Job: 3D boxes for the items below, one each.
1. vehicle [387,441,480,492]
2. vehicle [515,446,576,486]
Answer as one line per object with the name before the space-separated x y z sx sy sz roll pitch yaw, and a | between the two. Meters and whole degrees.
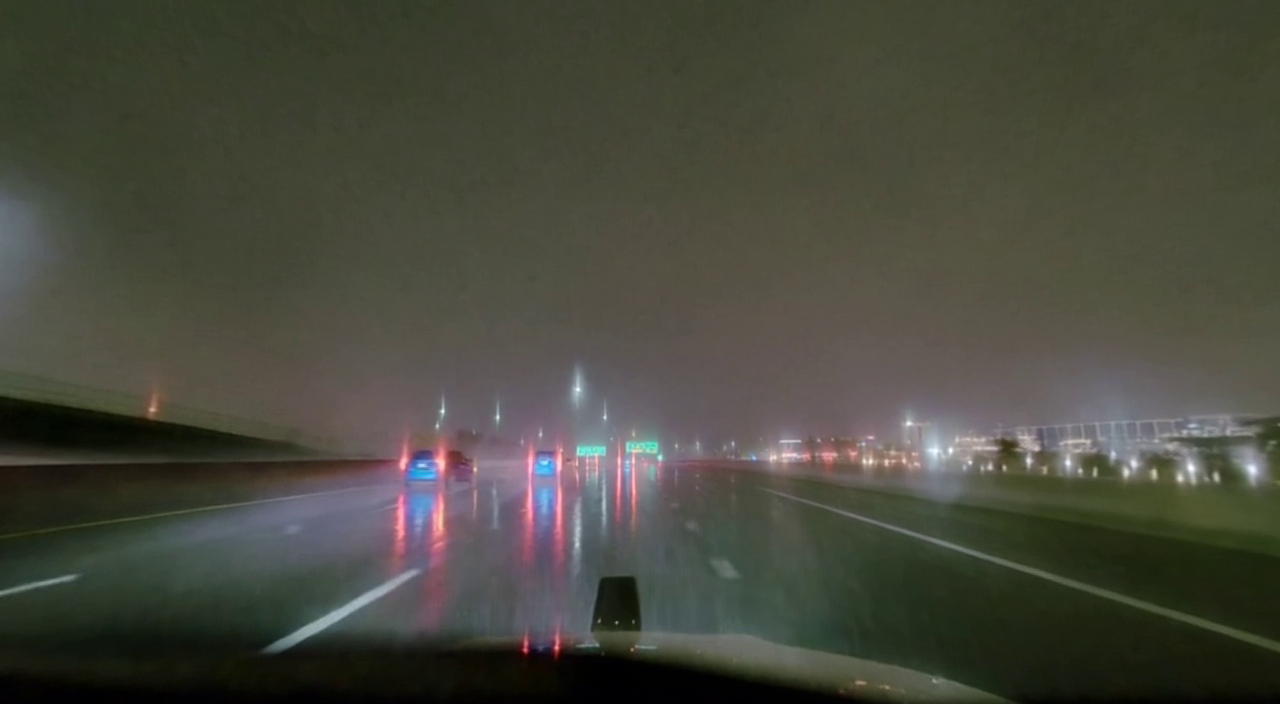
vehicle | -8.115 4.538 25.370 2.040 1.824 4.917 0 -9 0
vehicle | -4.217 5.155 28.862 2.075 1.702 4.257 0 -9 0
